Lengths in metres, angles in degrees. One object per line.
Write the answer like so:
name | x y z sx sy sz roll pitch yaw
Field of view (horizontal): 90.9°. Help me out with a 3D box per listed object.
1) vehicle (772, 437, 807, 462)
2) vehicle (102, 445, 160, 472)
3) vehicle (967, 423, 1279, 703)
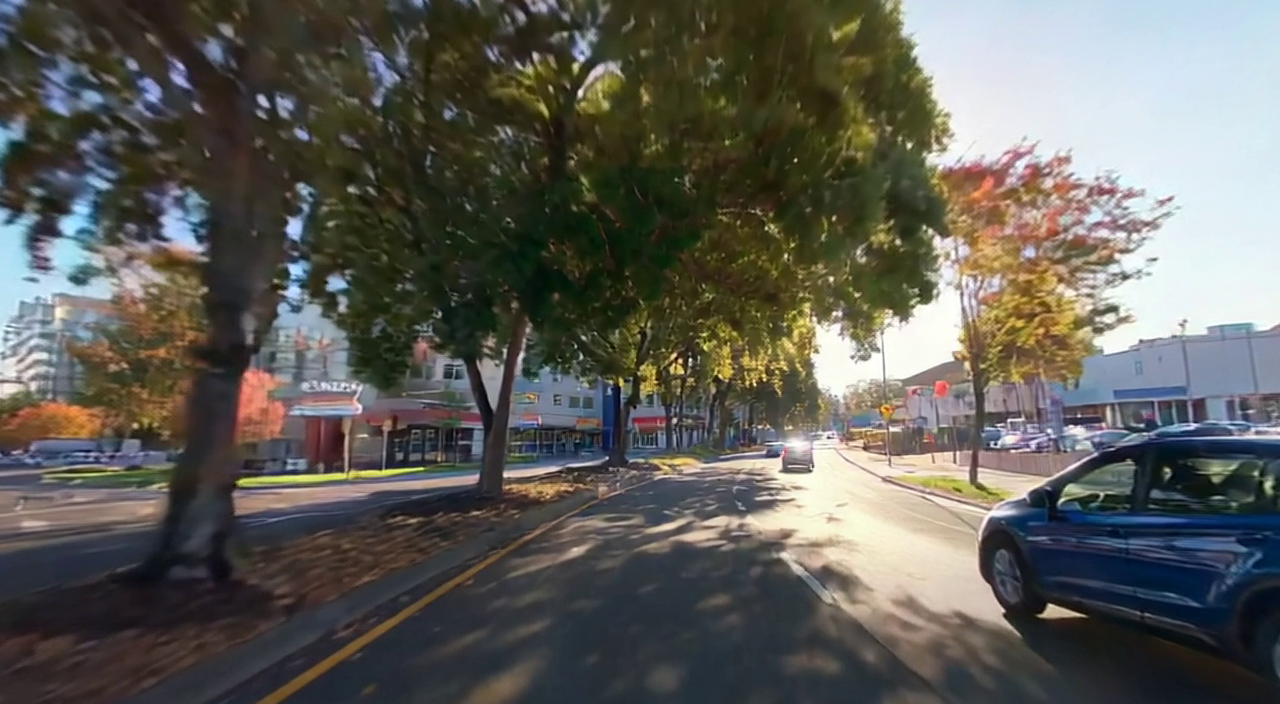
vehicle | 10.959 7.092 45.981 2.311 1.715 4.287 -2 -9 15
vehicle | -37.697 7.851 46.803 2.275 1.870 4.522 4 -9 -25
vehicle | 4.132 1.191 3.780 1.938 1.466 4.434 0 -8 0
